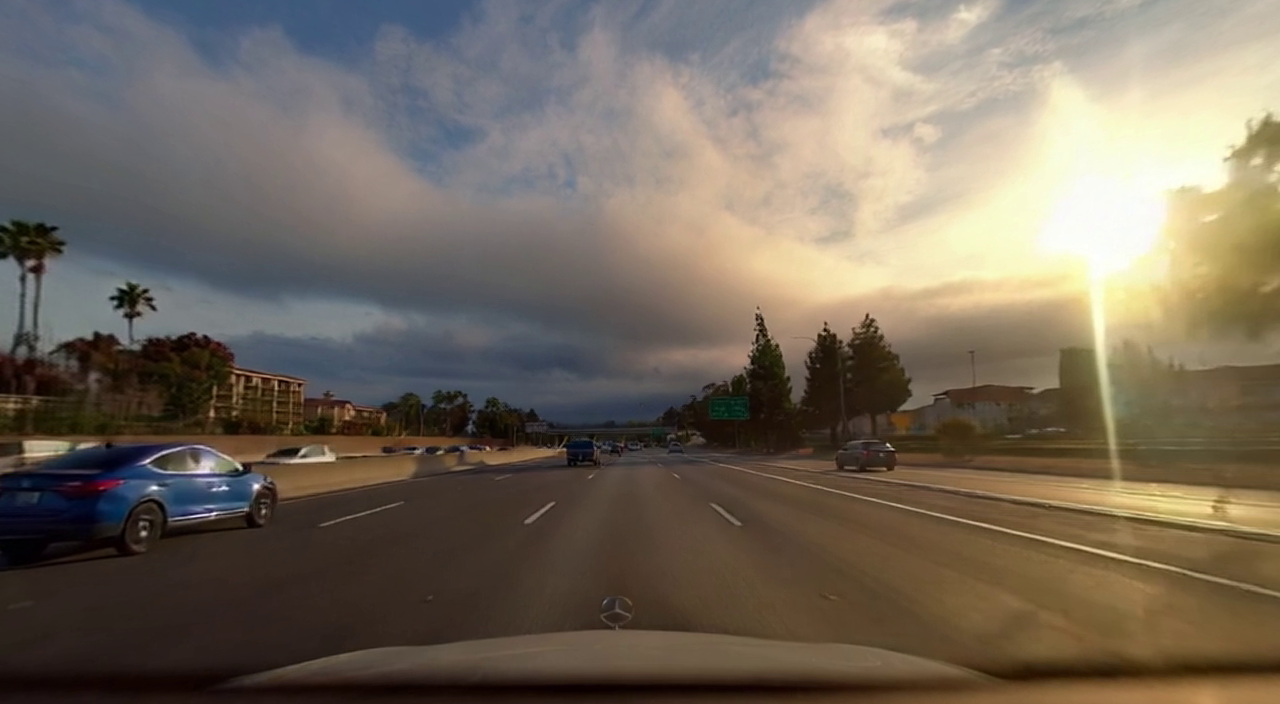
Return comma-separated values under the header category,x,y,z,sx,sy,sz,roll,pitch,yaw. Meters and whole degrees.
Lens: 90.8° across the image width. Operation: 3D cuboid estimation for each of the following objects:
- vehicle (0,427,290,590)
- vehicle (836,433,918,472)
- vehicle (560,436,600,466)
category,x,y,z,sx,sy,sz,roll,pitch,yaw
vehicle,-6.902,1.791,8.043,2.018,1.480,4.999,0,-9,0
vehicle,11.768,5.025,31.769,2.168,1.792,4.457,0,-9,-3
vehicle,-4.059,6.807,43.427,2.225,1.967,4.673,0,-9,1
